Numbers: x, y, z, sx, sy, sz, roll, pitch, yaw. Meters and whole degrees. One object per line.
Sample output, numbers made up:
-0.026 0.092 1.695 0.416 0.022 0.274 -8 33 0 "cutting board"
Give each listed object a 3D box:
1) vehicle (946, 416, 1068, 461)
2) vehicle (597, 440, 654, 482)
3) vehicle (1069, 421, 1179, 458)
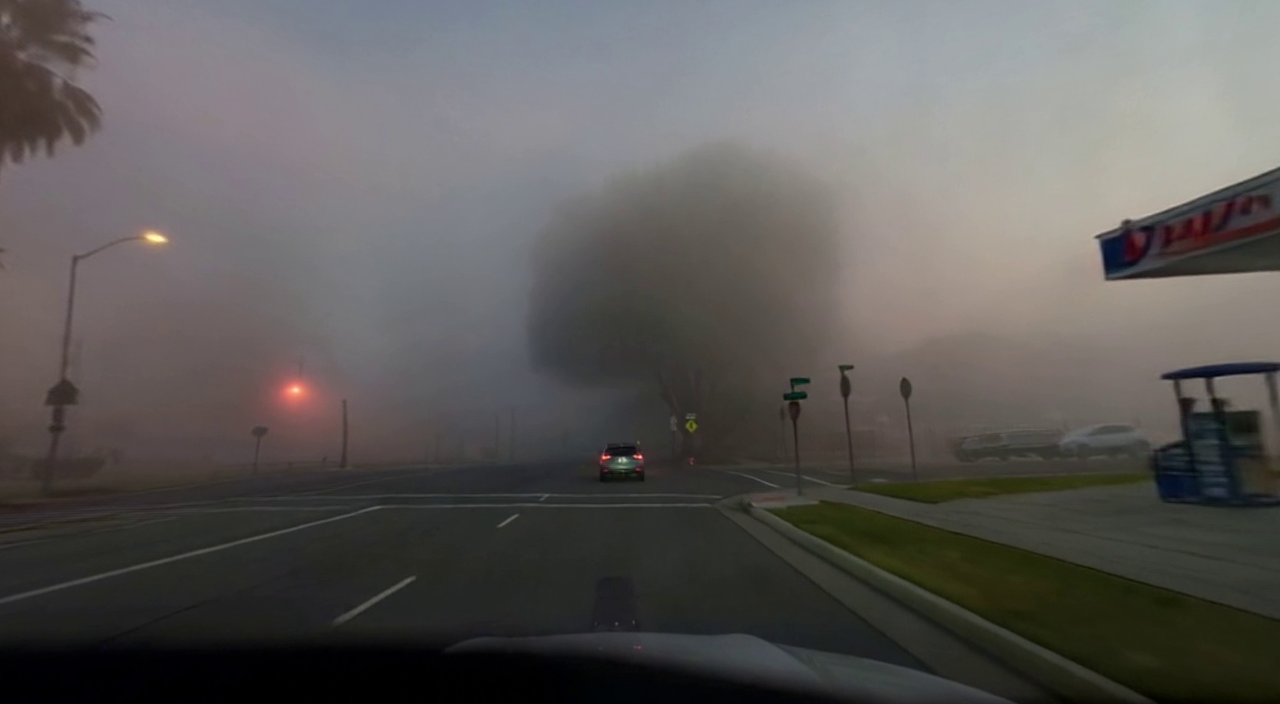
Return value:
18.553 4.416 32.128 4.747 2.178 2.336 0 -9 -2 "vehicle"
-0.550 4.249 24.876 2.076 1.486 4.119 0 -8 -1 "vehicle"
24.680 4.503 32.311 4.025 1.827 1.852 0 -9 -2 "vehicle"
